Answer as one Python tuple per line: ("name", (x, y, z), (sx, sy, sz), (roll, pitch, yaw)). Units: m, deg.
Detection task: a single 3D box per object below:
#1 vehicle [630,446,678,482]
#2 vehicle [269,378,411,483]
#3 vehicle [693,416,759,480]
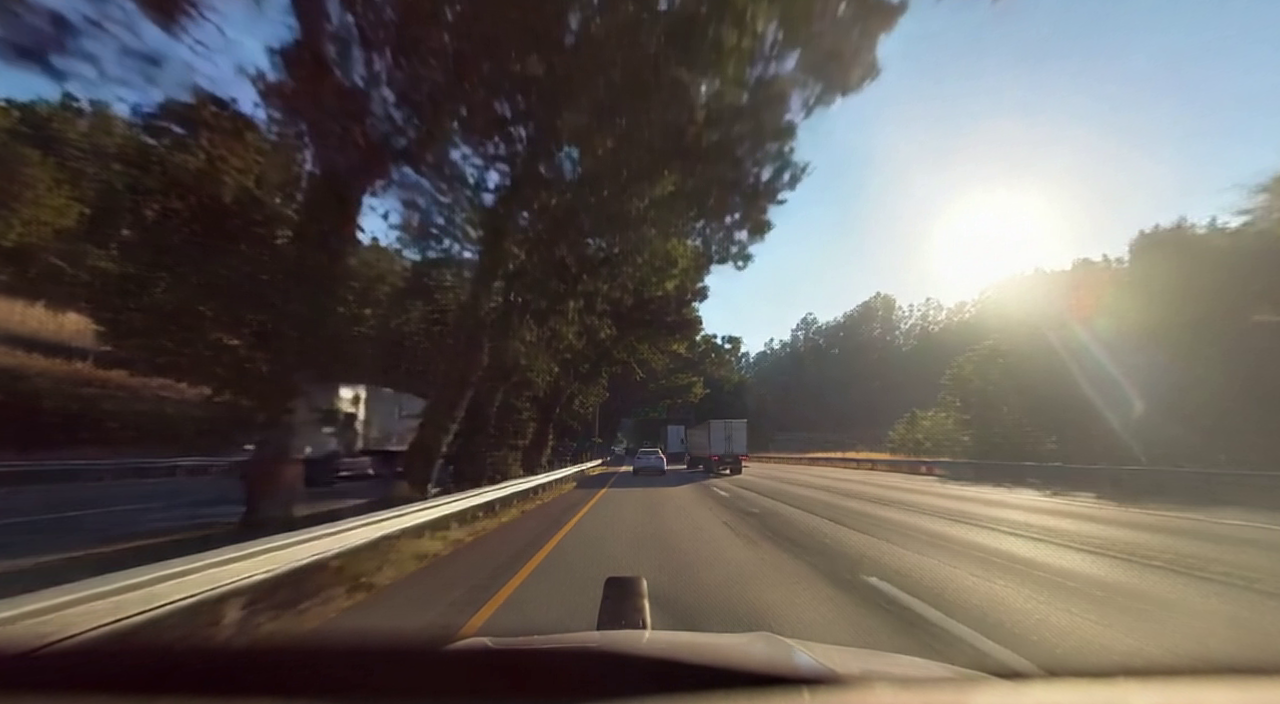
("vehicle", (0.576, 5.081, 28.954), (2.069, 1.523, 4.012), (0, -9, -1))
("vehicle", (-12.080, 3.309, 26.102), (2.959, 3.857, 5.749), (0, -9, -1))
("vehicle", (4.742, 5.503, 36.163), (2.600, 3.282, 7.635), (0, -9, -1))
